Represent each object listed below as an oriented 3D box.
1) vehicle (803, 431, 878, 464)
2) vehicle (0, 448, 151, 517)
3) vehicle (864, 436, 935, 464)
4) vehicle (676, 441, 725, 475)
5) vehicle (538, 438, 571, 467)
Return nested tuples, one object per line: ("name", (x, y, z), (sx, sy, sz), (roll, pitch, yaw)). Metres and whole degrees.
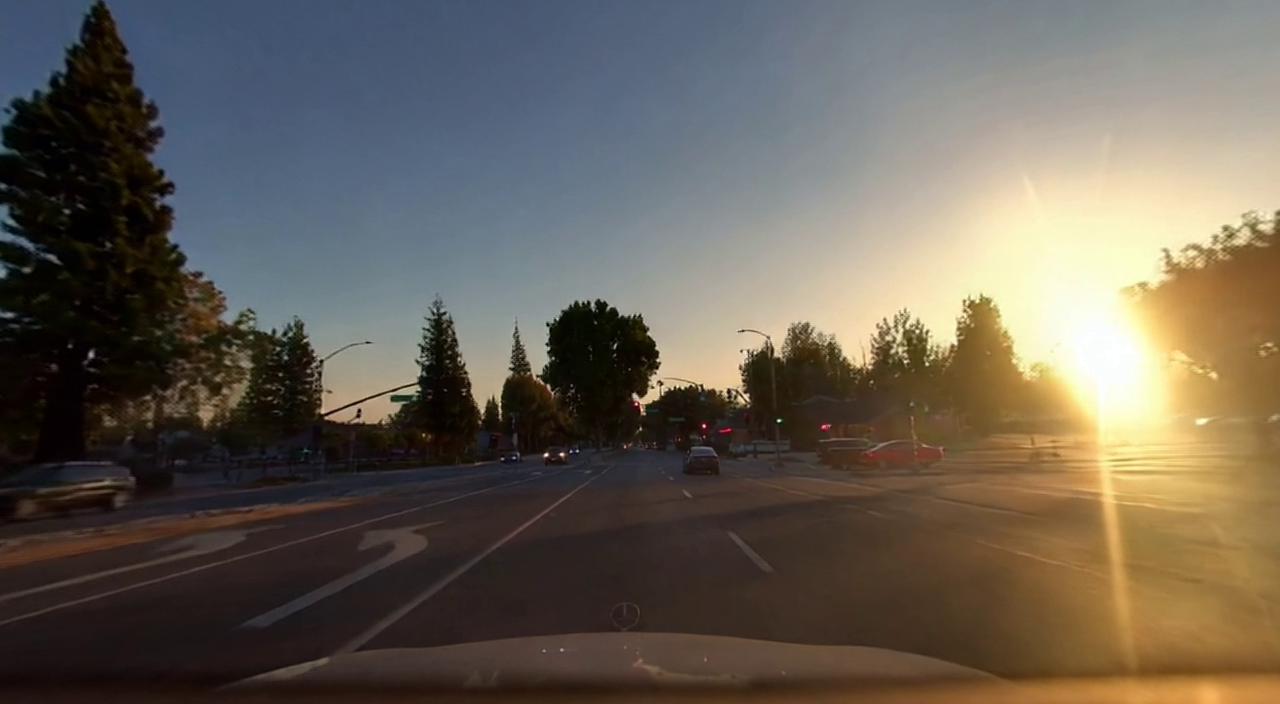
("vehicle", (13.262, 6.271, 41.604), (5.115, 1.997, 2.279), (6, -11, -42))
("vehicle", (-18.588, 4.067, 20.303), (2.026, 1.885, 4.539), (0, -8, 0))
("vehicle", (14.877, 5.606, 36.224), (3.552, 1.484, 1.883), (4, -9, -29))
("vehicle", (3.008, 5.334, 32.121), (1.961, 1.580, 4.020), (0, -8, -2))
("vehicle", (-6.586, 7.637, 48.187), (2.270, 2.068, 5.517), (1, -8, -10))
